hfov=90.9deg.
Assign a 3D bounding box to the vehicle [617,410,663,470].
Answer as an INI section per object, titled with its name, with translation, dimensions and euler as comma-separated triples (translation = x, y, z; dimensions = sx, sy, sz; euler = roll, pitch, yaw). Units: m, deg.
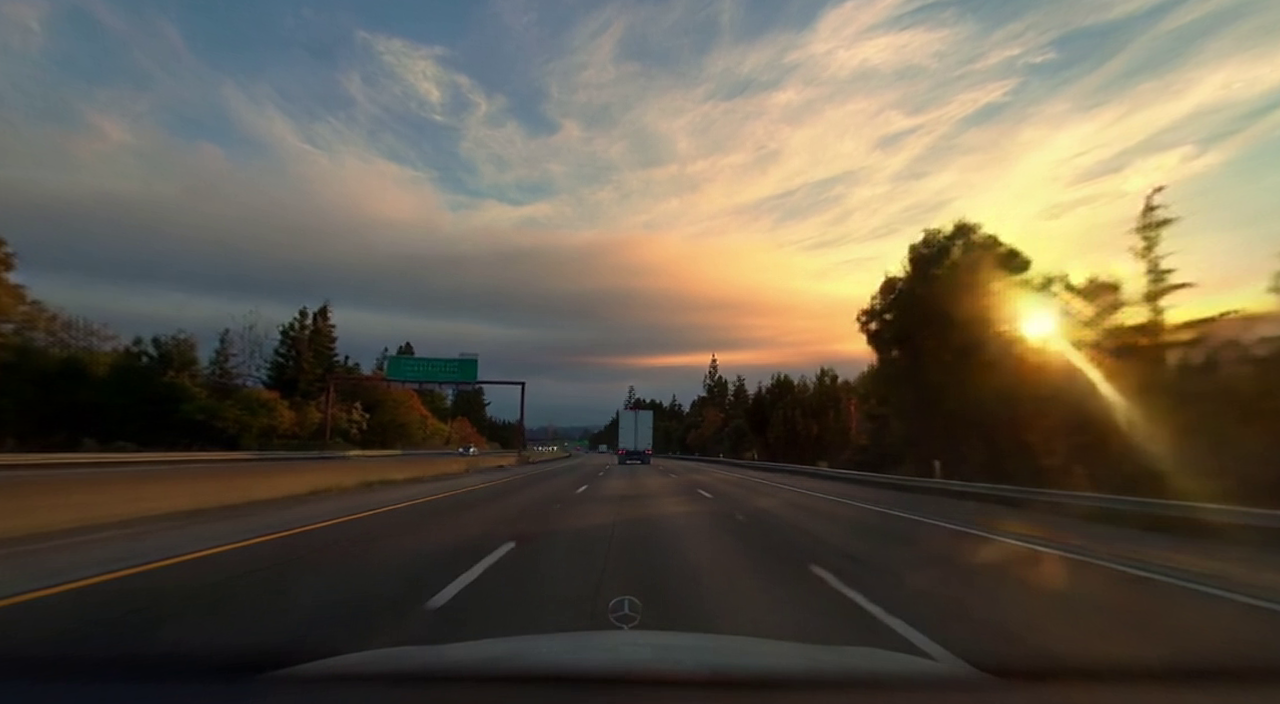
[vehicle]
translation = -0.193, 6.589, 46.690
dimensions = 2.962, 3.953, 10.696
euler = 0, -9, -2
